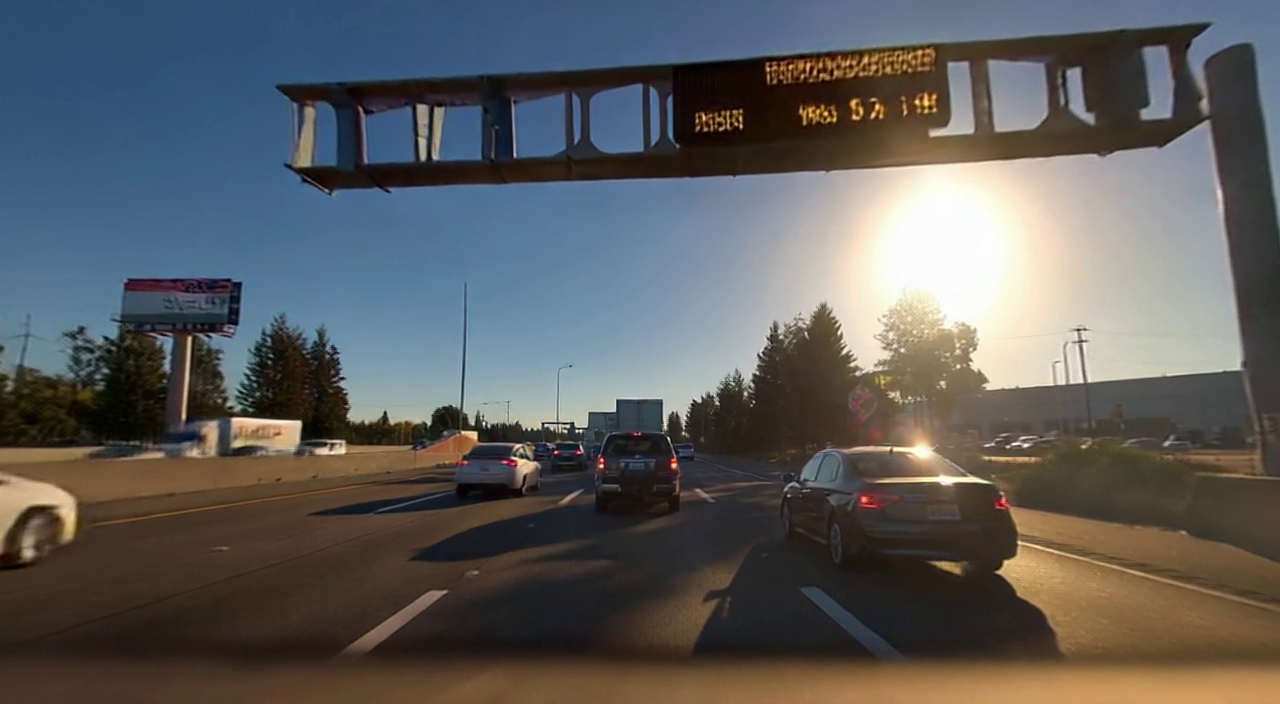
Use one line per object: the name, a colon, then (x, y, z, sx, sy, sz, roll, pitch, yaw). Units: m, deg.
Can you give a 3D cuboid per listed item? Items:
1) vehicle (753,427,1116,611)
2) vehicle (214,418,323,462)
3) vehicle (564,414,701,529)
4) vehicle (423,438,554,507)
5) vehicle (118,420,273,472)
vehicle: (2.804, 1.696, 7.422, 2.018, 1.470, 4.491, 0, -9, -1)
vehicle: (-28.325, 6.851, 48.744, 2.826, 2.992, 9.022, 0, -9, 1)
vehicle: (-0.121, 2.180, 11.949, 2.152, 1.779, 3.924, 0, -9, 0)
vehicle: (-3.570, 2.944, 15.865, 2.132, 1.464, 4.481, 0, -9, 1)
vehicle: (-28.253, 6.084, 40.928, 2.942, 2.947, 9.596, 0, -9, 1)
